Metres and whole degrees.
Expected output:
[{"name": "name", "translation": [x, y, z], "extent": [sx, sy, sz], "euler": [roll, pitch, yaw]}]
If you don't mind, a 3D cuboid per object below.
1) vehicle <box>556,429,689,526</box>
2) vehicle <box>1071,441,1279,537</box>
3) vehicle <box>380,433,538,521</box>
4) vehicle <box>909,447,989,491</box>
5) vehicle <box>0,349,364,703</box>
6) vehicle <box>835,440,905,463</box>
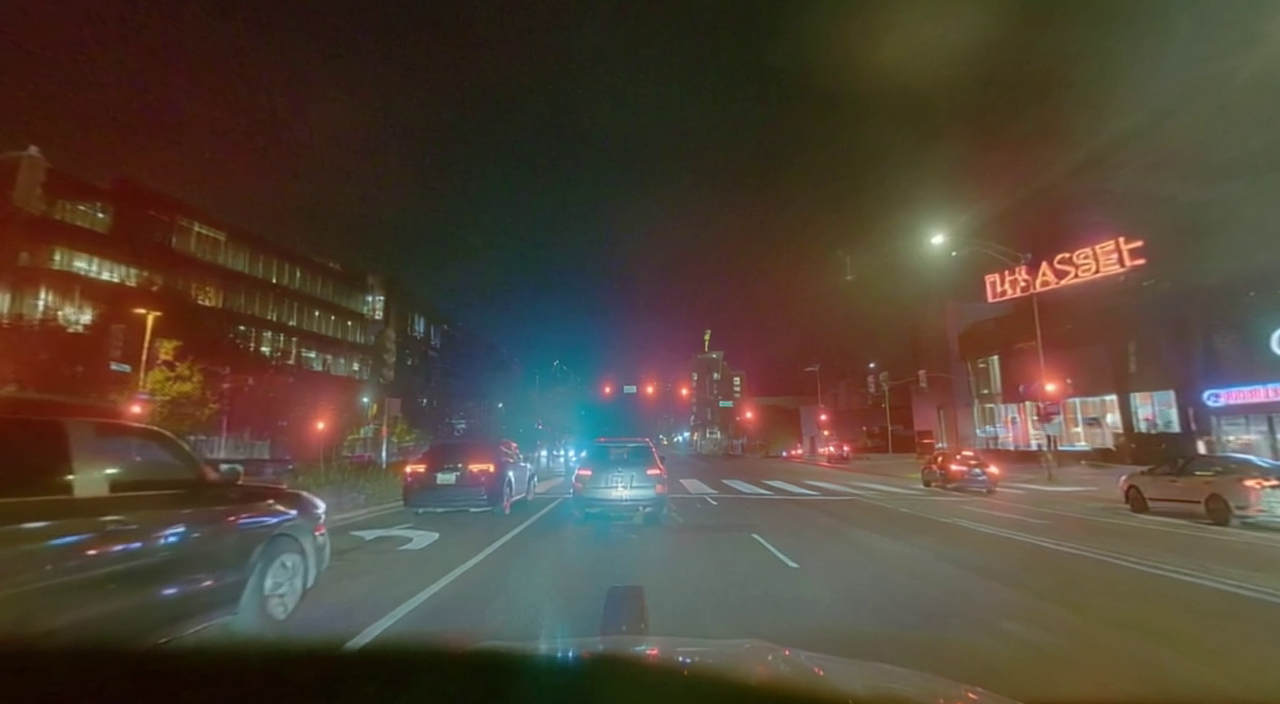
[{"name": "vehicle", "translation": [-0.307, 2.252, 11.844], "extent": [2.059, 1.477, 3.988], "euler": [0, -8, -1]}, {"name": "vehicle", "translation": [10.724, 2.463, 12.071], "extent": [1.936, 1.474, 4.331], "euler": [0, -8, 1]}, {"name": "vehicle", "translation": [-3.461, 2.460, 12.995], "extent": [1.939, 1.474, 4.327], "euler": [0, -8, 0]}, {"name": "vehicle", "translation": [12.488, 4.707, 25.739], "extent": [1.935, 1.435, 4.141], "euler": [3, -8, 12]}, {"name": "vehicle", "translation": [-3.451, 0.955, 3.147], "extent": [2.057, 1.678, 4.639], "euler": [0, -8, 0]}, {"name": "vehicle", "translation": [17.240, 7.431, 47.221], "extent": [5.064, 1.670, 1.966], "euler": [4, -10, -29]}]
